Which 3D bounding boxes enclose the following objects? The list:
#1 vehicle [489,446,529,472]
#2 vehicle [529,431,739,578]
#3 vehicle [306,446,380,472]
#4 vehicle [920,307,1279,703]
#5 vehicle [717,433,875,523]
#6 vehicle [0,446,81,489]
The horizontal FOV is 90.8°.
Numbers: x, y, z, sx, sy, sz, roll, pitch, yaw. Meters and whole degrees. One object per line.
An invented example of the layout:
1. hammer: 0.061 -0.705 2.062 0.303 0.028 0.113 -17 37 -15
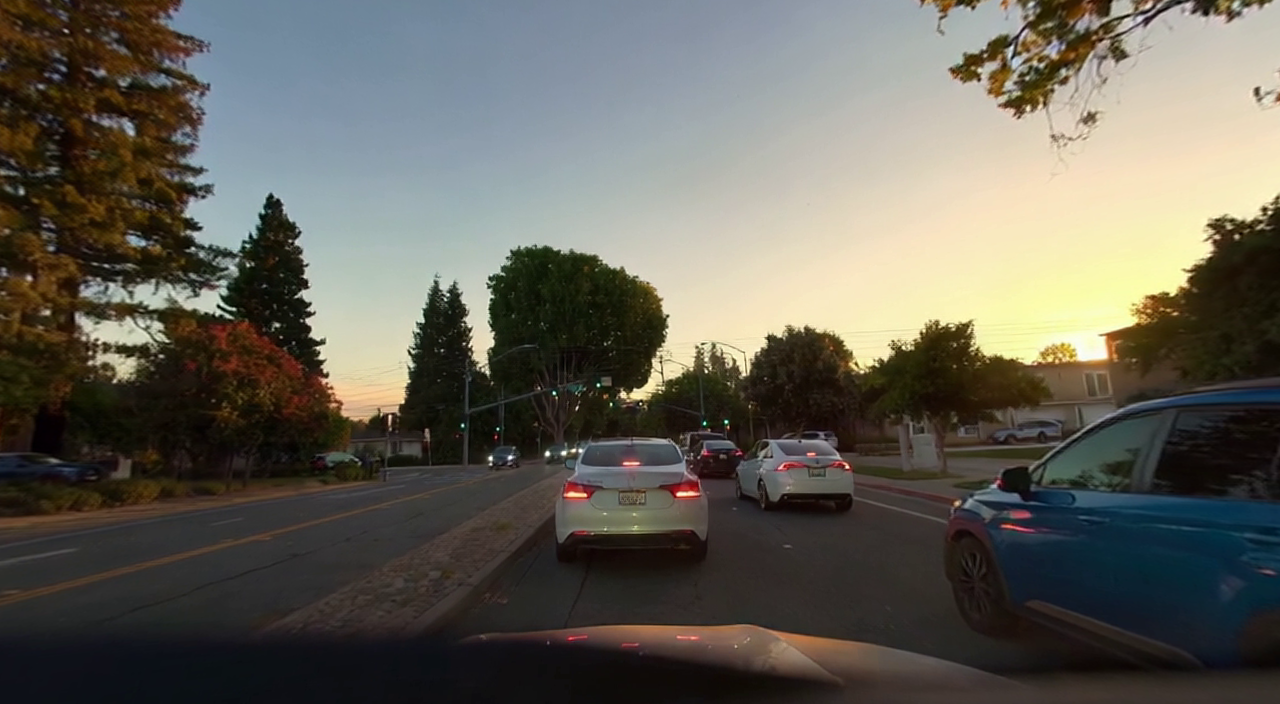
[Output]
1. vehicle: -9.439 7.718 45.779 1.996 1.680 4.203 -3 -8 -2
2. vehicle: -0.108 1.898 8.727 2.186 1.500 4.141 0 -8 -1
3. vehicle: -19.886 7.156 42.410 3.957 1.630 1.881 0 -8 0
4. vehicle: 3.361 0.823 3.012 2.006 1.766 4.345 0 -8 0
5. vehicle: 2.938 2.482 13.057 1.971 1.517 4.521 0 -8 -2
6. vehicle: -22.537 4.045 22.241 4.092 1.438 1.639 -1 -8 0
